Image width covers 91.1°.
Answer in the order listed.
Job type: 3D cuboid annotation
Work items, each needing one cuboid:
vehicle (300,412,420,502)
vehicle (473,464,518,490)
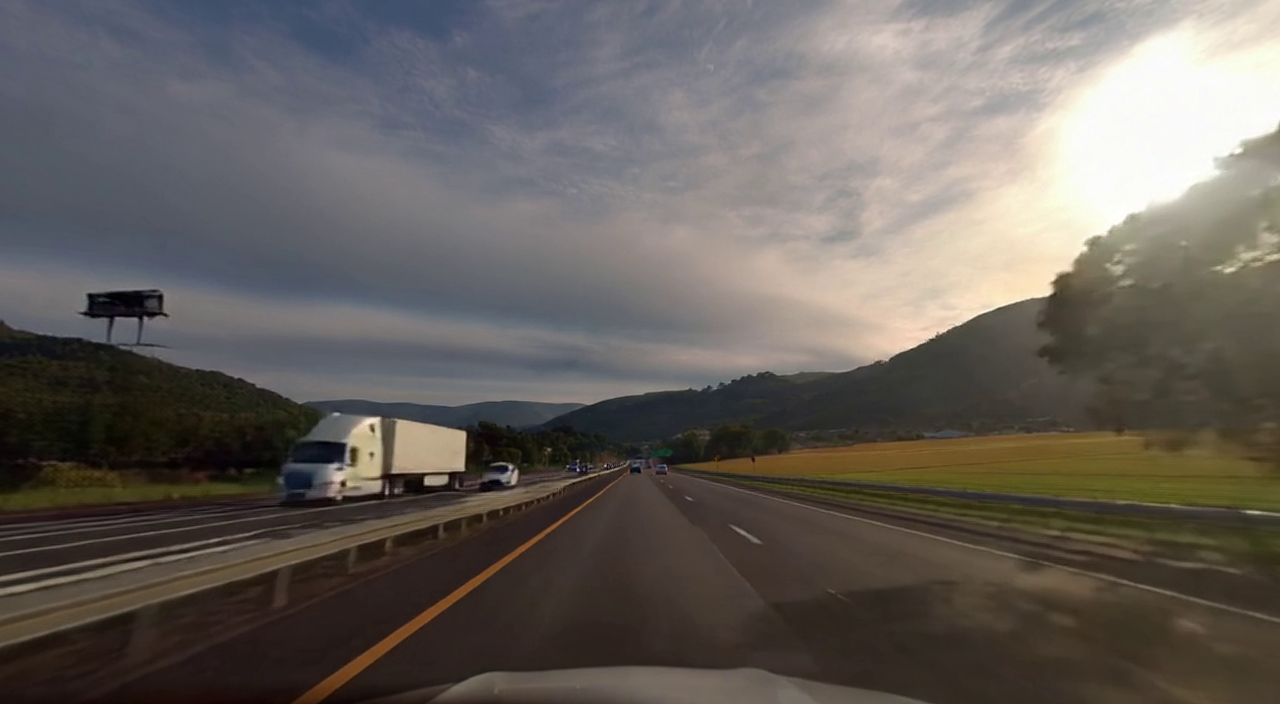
[{"bbox_3d":[-13.633,5.243,31.260,3.010,3.997,5.844,1,-10,0],"label":"vehicle"},{"bbox_3d":[-9.327,8.101,40.922,1.903,1.543,4.233,1,-10,0],"label":"vehicle"}]
